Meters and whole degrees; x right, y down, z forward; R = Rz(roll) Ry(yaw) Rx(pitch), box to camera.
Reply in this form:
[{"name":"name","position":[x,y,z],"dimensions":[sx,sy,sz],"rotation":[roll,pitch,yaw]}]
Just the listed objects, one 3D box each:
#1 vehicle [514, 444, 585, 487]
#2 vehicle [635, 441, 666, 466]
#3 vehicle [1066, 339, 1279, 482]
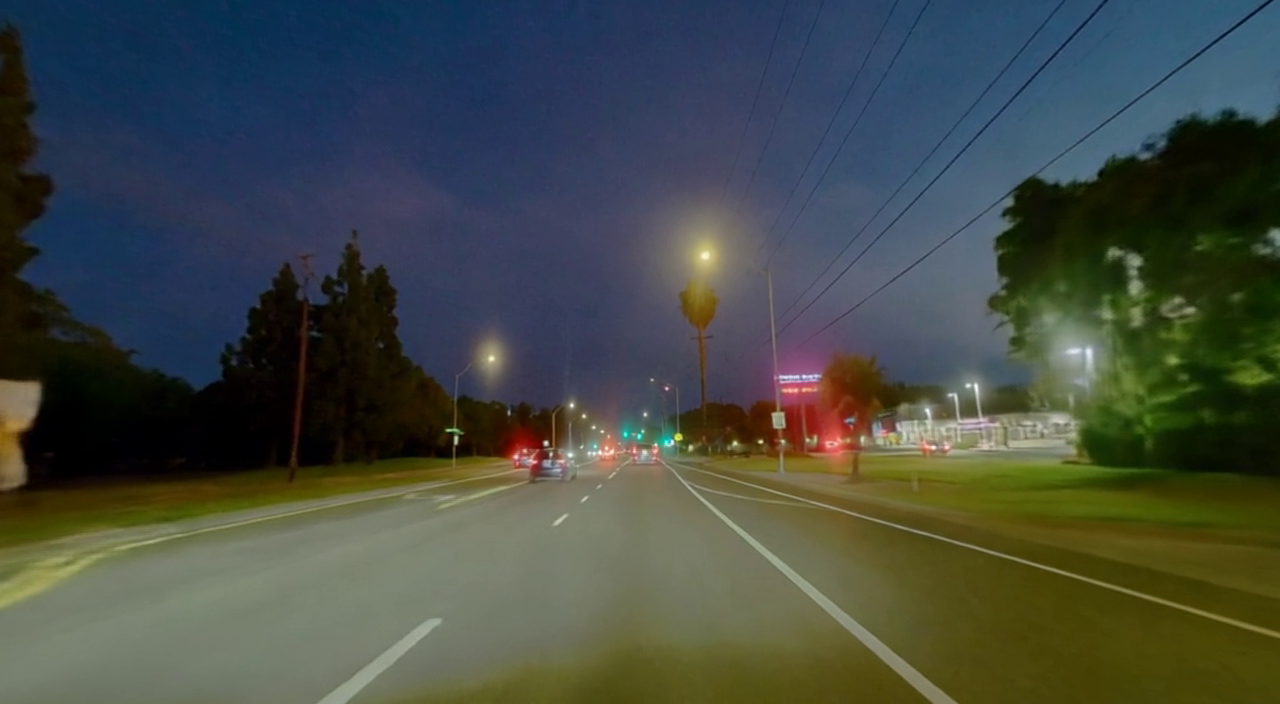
[{"name":"vehicle","position":[-3.295,4.219,23.724],"dimensions":[1.982,1.451,4.152],"rotation":[0,-9,1]},{"name":"vehicle","position":[0.748,7.398,46.042],"dimensions":[2.155,1.781,3.977],"rotation":[0,-9,0]},{"name":"vehicle","position":[19.729,2.027,22.204],"dimensions":[2.923,4.081,8.860],"rotation":[-2,-6,-1]}]
